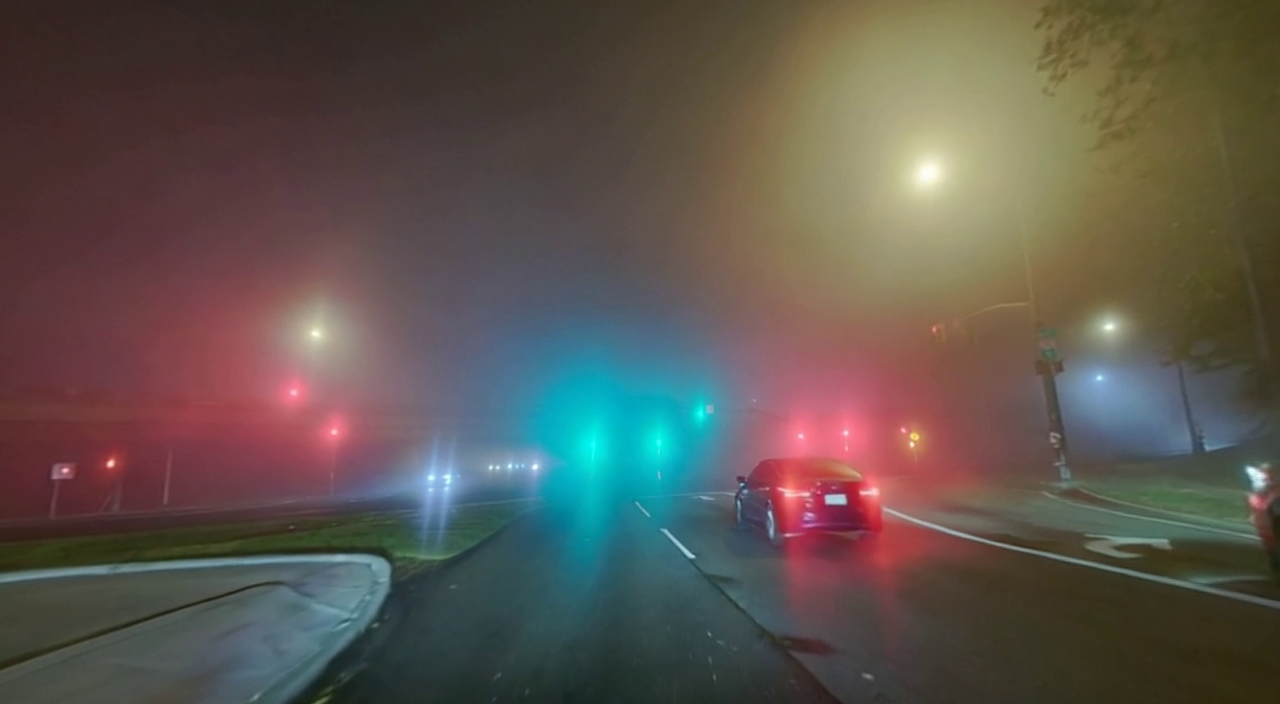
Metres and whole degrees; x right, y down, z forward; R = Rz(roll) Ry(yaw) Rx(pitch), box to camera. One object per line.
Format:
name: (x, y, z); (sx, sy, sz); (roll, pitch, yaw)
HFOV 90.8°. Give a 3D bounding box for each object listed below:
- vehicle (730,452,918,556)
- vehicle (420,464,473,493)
vehicle: (2.939, 2.515, 11.260); (1.909, 1.425, 4.521); (0, -9, -1)
vehicle: (-12.924, 8.462, 42.552); (2.126, 1.506, 5.411); (-2, -9, -2)
